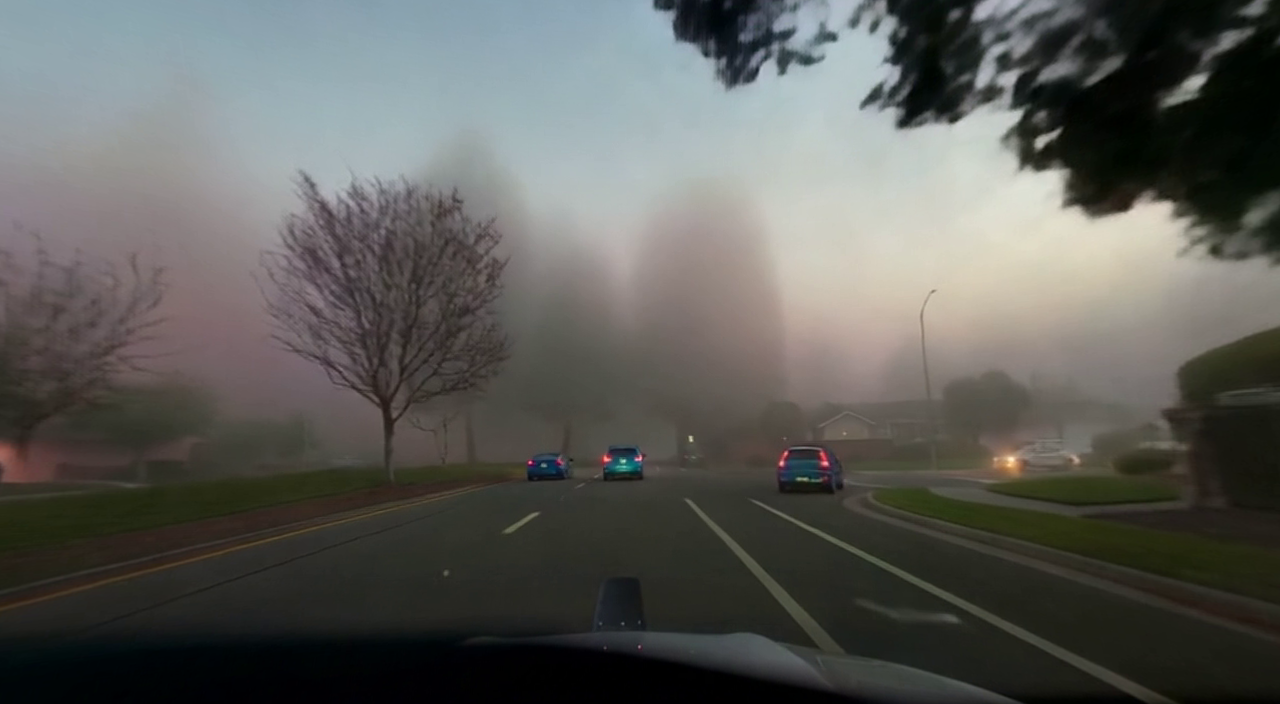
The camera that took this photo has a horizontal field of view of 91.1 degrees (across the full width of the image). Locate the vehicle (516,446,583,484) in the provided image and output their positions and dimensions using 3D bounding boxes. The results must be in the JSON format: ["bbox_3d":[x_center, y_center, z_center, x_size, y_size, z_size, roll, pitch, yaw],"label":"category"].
[{"bbox_3d":[-3.648,4.636,26.181,2.032,1.433,4.458,0,-9,1],"label":"vehicle"}]

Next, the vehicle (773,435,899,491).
[{"bbox_3d":[6.819,3.739,21.515,2.192,1.677,4.820,-8,-12,42],"label":"vehicle"}]

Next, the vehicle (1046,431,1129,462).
[{"bbox_3d":[26.575,5.632,37.433,1.838,1.770,4.201,0,-9,1],"label":"vehicle"}]

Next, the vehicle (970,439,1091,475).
[{"bbox_3d":[18.990,5.136,30.684,4.532,1.674,2.051,0,-9,-2],"label":"vehicle"}]

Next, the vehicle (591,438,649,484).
[{"bbox_3d":[-0.725,4.477,26.032,2.220,1.742,4.047,0,-9,1],"label":"vehicle"}]
